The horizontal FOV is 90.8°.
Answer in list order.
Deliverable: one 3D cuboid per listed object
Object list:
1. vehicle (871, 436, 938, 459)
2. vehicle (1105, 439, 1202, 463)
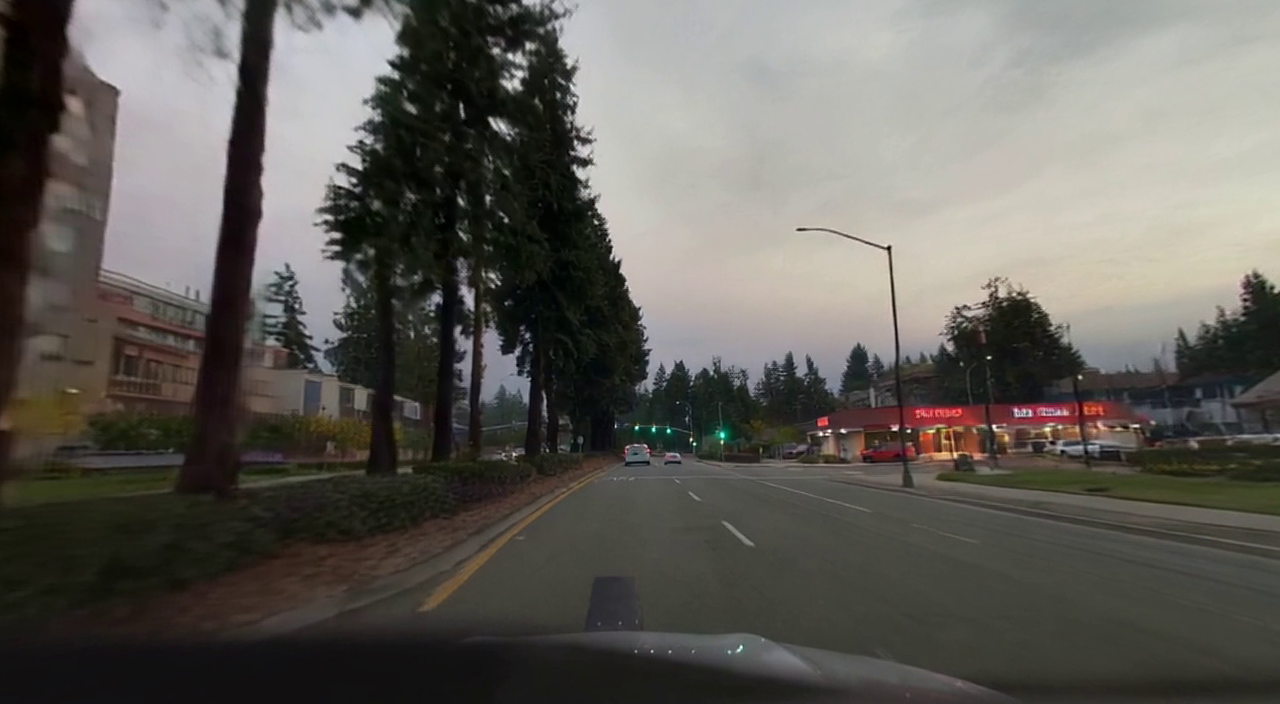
[{"bbox_3d":[20.559,7.395,49.171,4.210,1.727,2.227,1,-7,-8],"label":"vehicle"},{"bbox_3d":[34.850,6.696,43.019,1.853,1.552,4.707,4,-9,-30],"label":"vehicle"}]
